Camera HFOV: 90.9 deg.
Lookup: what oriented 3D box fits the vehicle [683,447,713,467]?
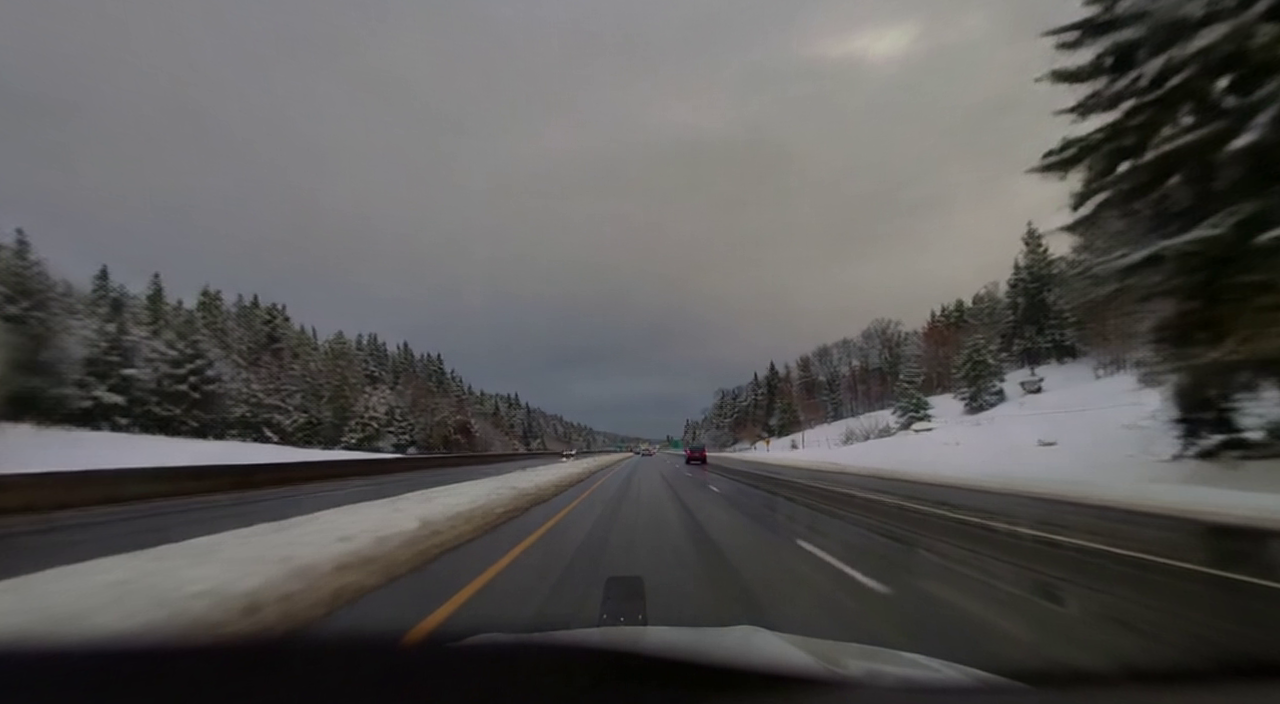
[{"bbox_3d":[4.564,8.292,49.958,1.984,1.481,4.376,0,-8,0],"label":"vehicle"}]
